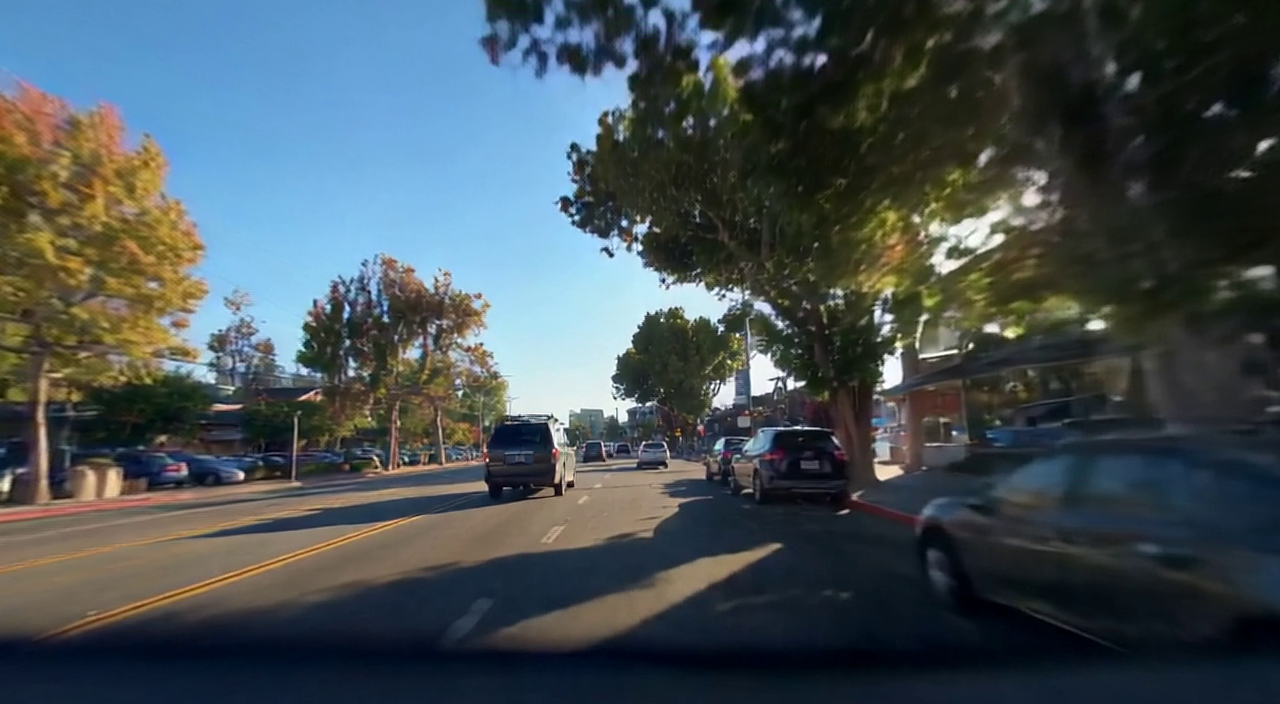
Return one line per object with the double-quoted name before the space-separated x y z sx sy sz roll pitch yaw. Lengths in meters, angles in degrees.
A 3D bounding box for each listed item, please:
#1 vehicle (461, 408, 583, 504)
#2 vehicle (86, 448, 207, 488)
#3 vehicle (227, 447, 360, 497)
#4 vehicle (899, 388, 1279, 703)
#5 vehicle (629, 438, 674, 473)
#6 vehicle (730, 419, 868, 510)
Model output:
"vehicle" -2.881 2.723 16.793 2.213 2.123 5.124 0 -9 0
"vehicle" -25.075 5.874 32.439 2.095 1.862 5.261 1 -9 -3
"vehicle" -12.730 4.392 23.739 2.006 1.643 5.272 0 -9 0
"vehicle" 3.749 1.132 3.851 2.047 1.584 5.135 0 -9 -1
"vehicle" 0.536 5.284 32.499 2.126 1.657 4.132 0 -9 0
"vehicle" 3.661 2.709 15.613 2.090 1.861 4.805 0 -9 -1
